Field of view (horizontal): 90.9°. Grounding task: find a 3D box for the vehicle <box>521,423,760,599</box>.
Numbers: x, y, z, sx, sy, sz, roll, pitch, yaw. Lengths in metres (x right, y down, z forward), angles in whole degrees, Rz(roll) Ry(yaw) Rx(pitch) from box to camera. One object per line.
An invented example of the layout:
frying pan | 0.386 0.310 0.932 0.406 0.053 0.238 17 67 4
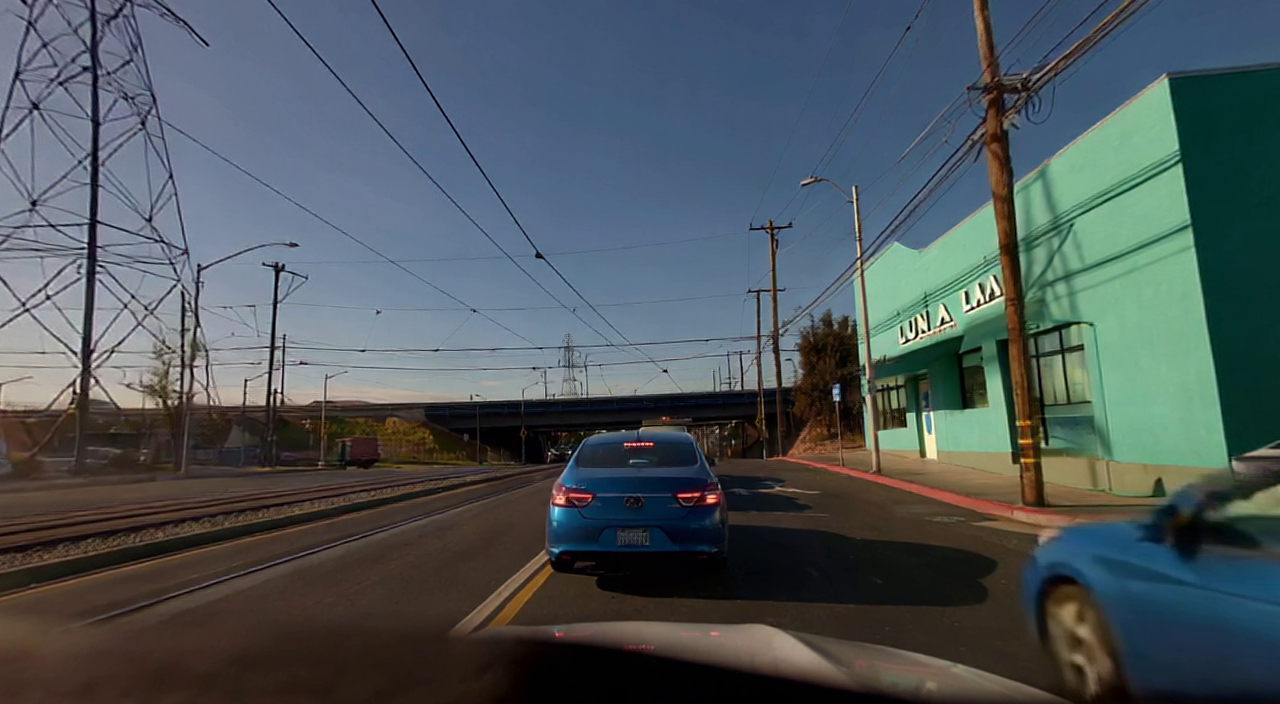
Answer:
vehicle | 0.087 1.702 7.607 2.090 1.518 4.033 -1 -9 3

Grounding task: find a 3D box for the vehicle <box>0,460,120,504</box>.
vehicle | -21.933 4.674 22.838 4.566 1.453 1.935 -1 -9 5

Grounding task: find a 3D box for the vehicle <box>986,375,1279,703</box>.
vehicle | 2.879 0.768 1.563 1.948 1.490 4.405 -1 -9 7
